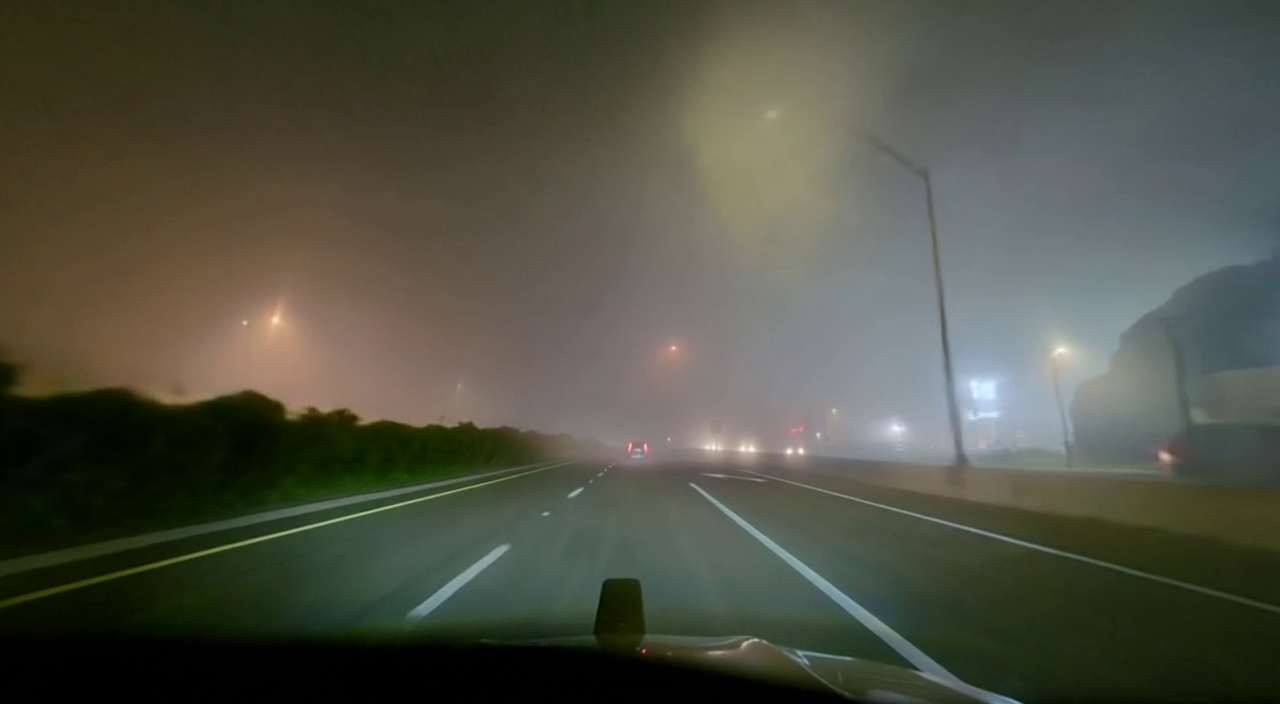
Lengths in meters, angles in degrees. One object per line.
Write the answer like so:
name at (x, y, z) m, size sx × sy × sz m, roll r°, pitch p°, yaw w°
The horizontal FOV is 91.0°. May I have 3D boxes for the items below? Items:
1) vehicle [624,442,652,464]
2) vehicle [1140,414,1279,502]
vehicle at (-0.162, 7.779, 48.561) m, size 2.110 × 1.555 × 4.431 m, roll 0°, pitch -9°, yaw -1°
vehicle at (15.673, 2.569, 15.317) m, size 2.331 × 1.988 × 5.665 m, roll 0°, pitch -9°, yaw 0°
